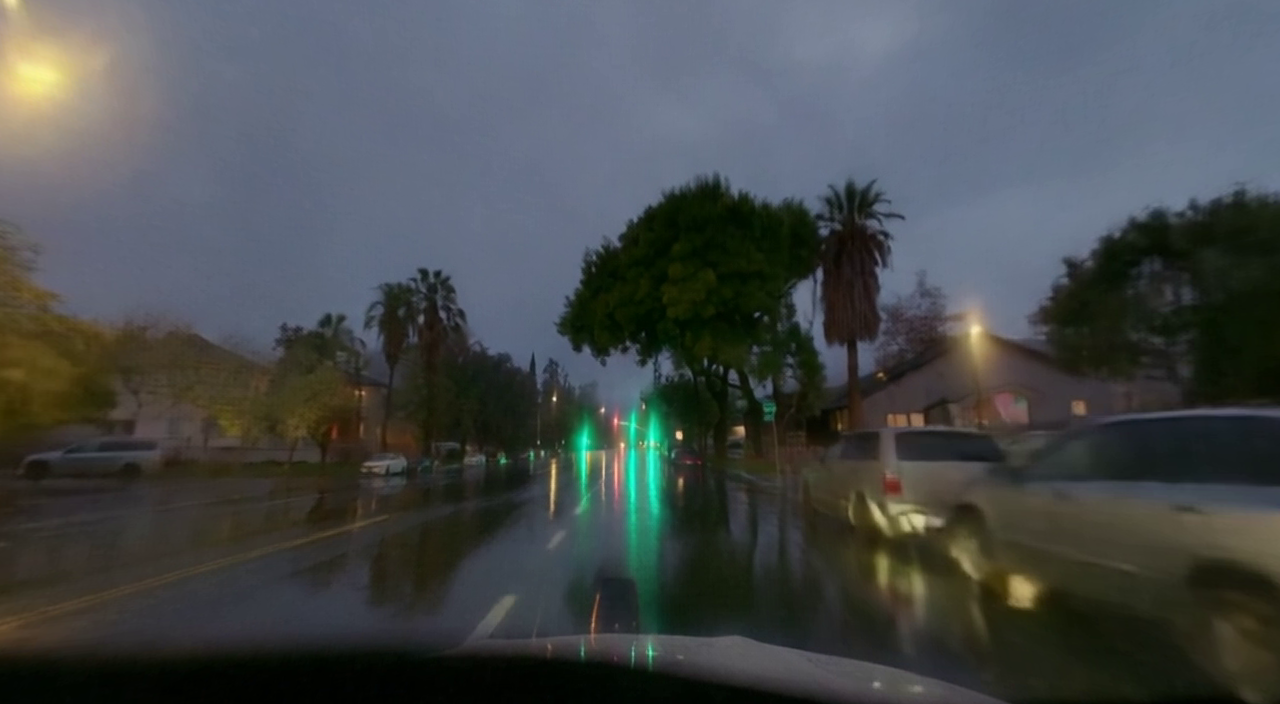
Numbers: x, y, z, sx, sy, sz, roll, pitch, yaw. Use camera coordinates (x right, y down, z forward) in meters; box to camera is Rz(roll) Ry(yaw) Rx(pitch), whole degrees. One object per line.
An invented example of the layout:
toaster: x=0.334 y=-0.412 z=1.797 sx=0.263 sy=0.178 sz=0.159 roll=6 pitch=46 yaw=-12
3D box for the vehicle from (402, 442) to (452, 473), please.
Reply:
vehicle: x=-13.732 y=6.814 z=40.978 sx=1.844 sy=1.764 sz=4.183 roll=-1 pitch=-7 yaw=0

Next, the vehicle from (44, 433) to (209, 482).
vehicle: x=-22.732 y=4.687 z=28.148 sx=5.386 sy=2.043 sz=2.124 roll=0 pitch=-9 yaw=-1

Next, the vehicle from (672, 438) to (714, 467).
vehicle: x=3.356 y=6.486 z=40.729 sx=2.221 sy=1.718 sz=5.192 roll=0 pitch=-9 yaw=0

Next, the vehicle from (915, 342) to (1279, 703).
vehicle: x=3.834 y=1.058 z=4.127 sx=1.912 sy=1.790 sz=4.715 roll=0 pitch=-9 yaw=0

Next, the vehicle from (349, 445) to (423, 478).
vehicle: x=-13.732 y=5.912 z=34.431 sx=2.131 sy=1.492 sz=4.310 roll=-1 pitch=-7 yaw=2

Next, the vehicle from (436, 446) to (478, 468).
vehicle: x=-13.739 y=7.861 z=47.633 sx=1.921 sy=1.498 sz=4.460 roll=0 pitch=-7 yaw=-1
